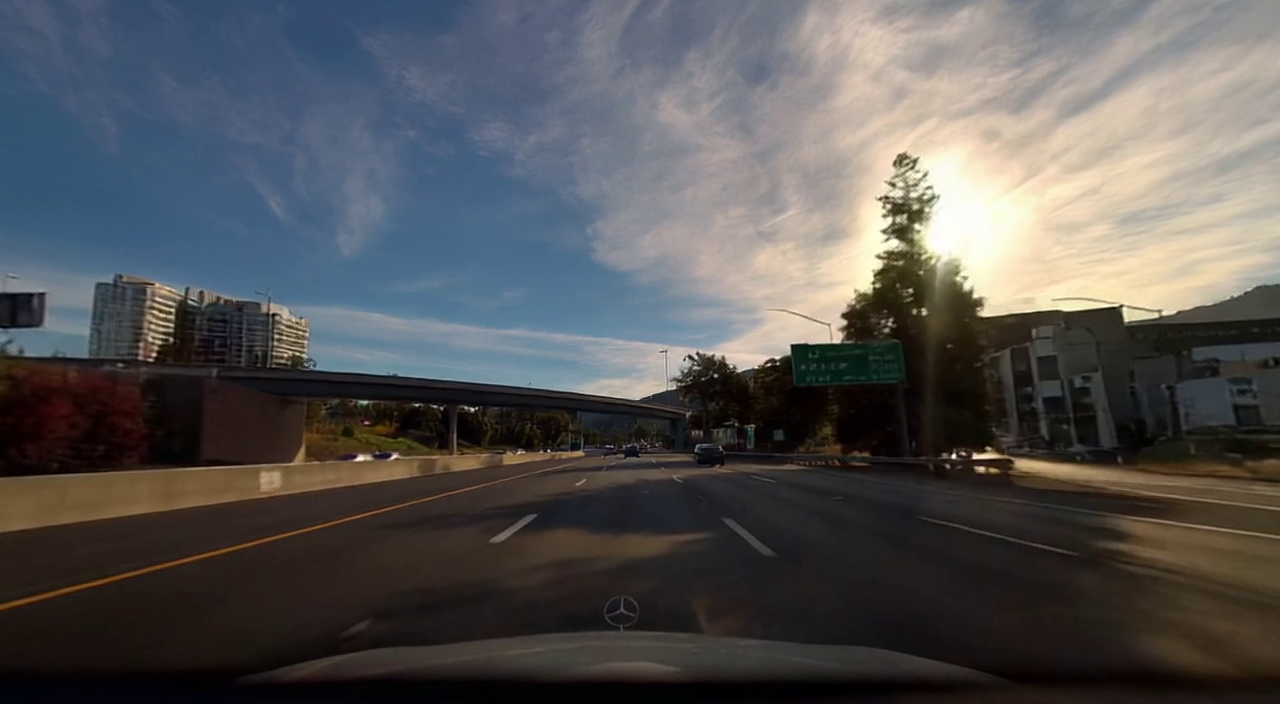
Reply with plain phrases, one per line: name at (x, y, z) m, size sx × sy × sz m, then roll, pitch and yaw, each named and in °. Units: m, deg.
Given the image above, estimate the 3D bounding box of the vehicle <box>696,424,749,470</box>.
vehicle at (5.034, 5.968, 39.591) m, size 2.576 × 2.670 × 5.494 m, roll 0°, pitch -9°, yaw 0°

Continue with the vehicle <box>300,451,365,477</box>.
vehicle at (-19.447, 7.084, 40.169) m, size 1.960 × 1.504 × 4.199 m, roll 0°, pitch -9°, yaw 0°
